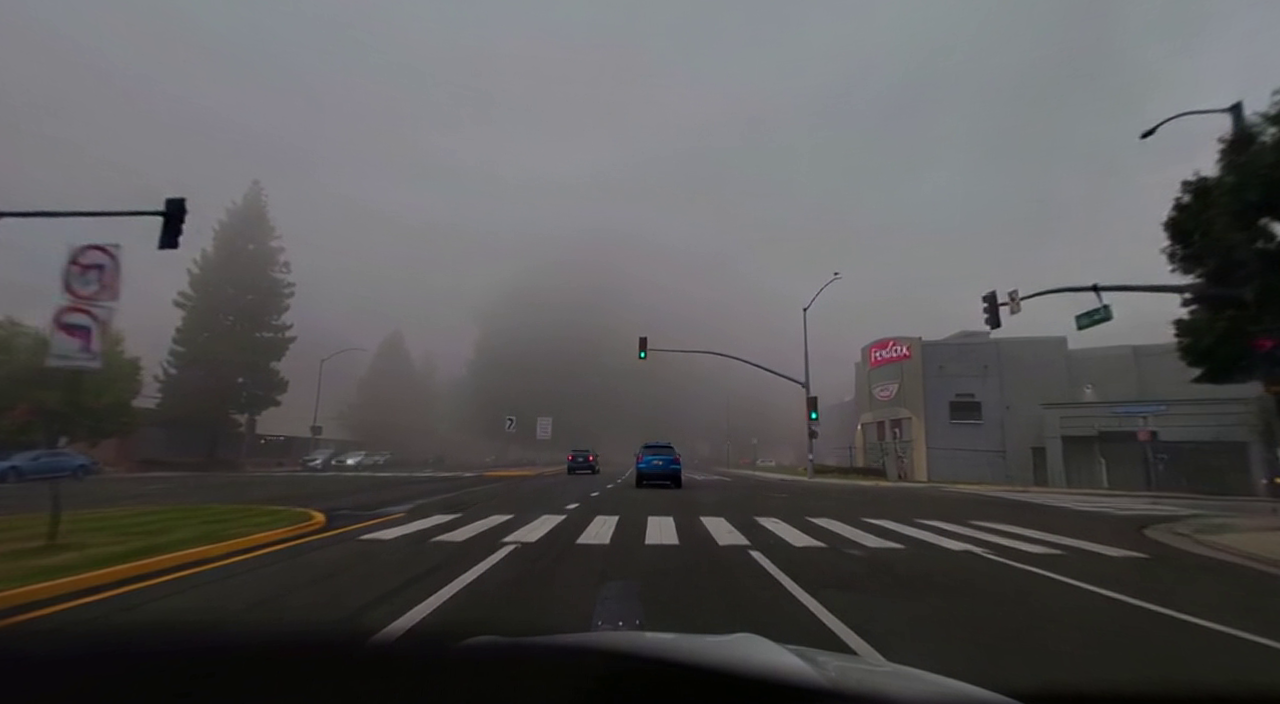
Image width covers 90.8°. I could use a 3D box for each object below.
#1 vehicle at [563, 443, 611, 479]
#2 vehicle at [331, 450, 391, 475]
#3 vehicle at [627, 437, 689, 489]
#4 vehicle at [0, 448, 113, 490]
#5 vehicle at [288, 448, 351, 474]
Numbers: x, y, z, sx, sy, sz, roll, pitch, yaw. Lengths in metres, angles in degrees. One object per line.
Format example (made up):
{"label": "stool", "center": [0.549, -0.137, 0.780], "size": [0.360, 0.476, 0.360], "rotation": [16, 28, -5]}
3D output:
{"label": "vehicle", "center": [-2.875, 6.030, 35.235], "size": [2.202, 1.856, 4.516], "rotation": [0, -9, 1]}
{"label": "vehicle", "center": [-19.379, 7.656, 44.143], "size": [1.948, 1.586, 4.962], "rotation": [0, -9, 0]}
{"label": "vehicle", "center": [0.683, 4.480, 25.838], "size": [2.273, 1.909, 5.075], "rotation": [0, -9, 0]}
{"label": "vehicle", "center": [-24.544, 4.658, 25.558], "size": [2.030, 1.522, 5.068], "rotation": [0, -9, 0]}
{"label": "vehicle", "center": [-24.728, 8.419, 49.005], "size": [2.182, 1.906, 5.364], "rotation": [0, -9, -1]}
